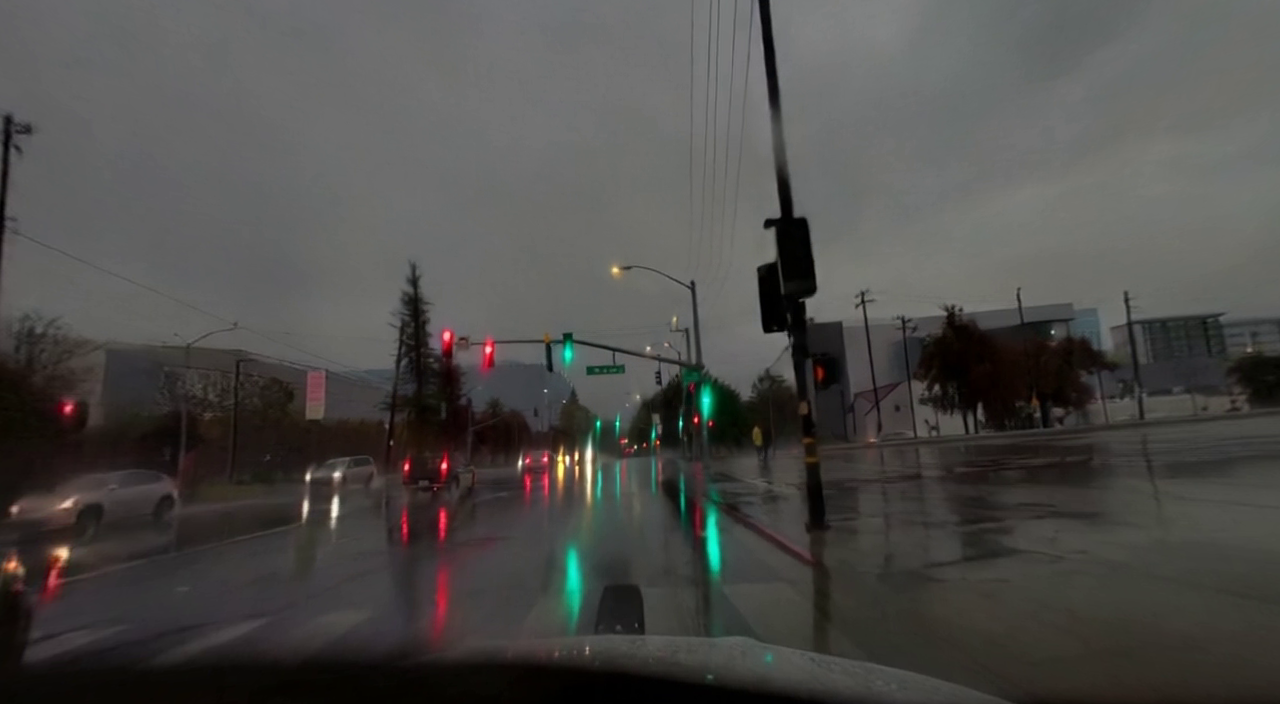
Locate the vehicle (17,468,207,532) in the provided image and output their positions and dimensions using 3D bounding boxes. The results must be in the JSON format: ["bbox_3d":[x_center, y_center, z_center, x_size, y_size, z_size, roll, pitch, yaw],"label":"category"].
[{"bbox_3d":[-15.467,4.306,18.850,1.955,1.500,4.458,0,-9,-3],"label":"vehicle"}]

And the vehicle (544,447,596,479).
[{"bbox_3d":[-3.455,5.576,31.800,2.147,1.472,4.406,0,-9,0],"label":"vehicle"}]

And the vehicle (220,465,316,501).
[{"bbox_3d":[-18.715,6.584,31.955,1.861,1.493,4.754,-1,-9,1],"label":"vehicle"}]

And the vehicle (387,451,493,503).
[{"bbox_3d":[-6.442,4.048,20.856,1.960,1.479,4.654,0,-9,0],"label":"vehicle"}]

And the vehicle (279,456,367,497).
[{"bbox_3d":[-15.466,6.057,30.977,2.139,1.692,4.099,-2,-9,1],"label":"vehicle"}]
